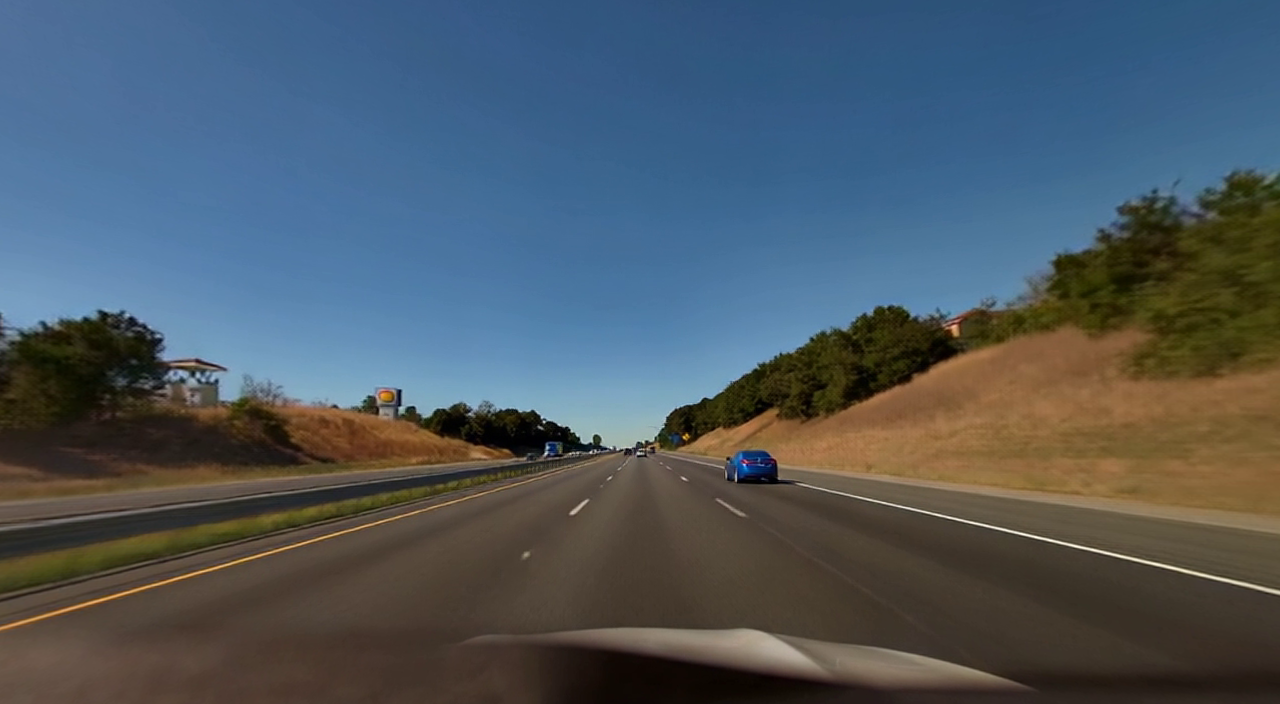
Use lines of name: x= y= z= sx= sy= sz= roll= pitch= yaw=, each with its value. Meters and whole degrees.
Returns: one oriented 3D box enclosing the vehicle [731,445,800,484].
vehicle: x=5.090 y=4.612 z=26.114 sx=1.967 sy=1.472 sz=3.751 roll=0 pitch=-9 yaw=-2
